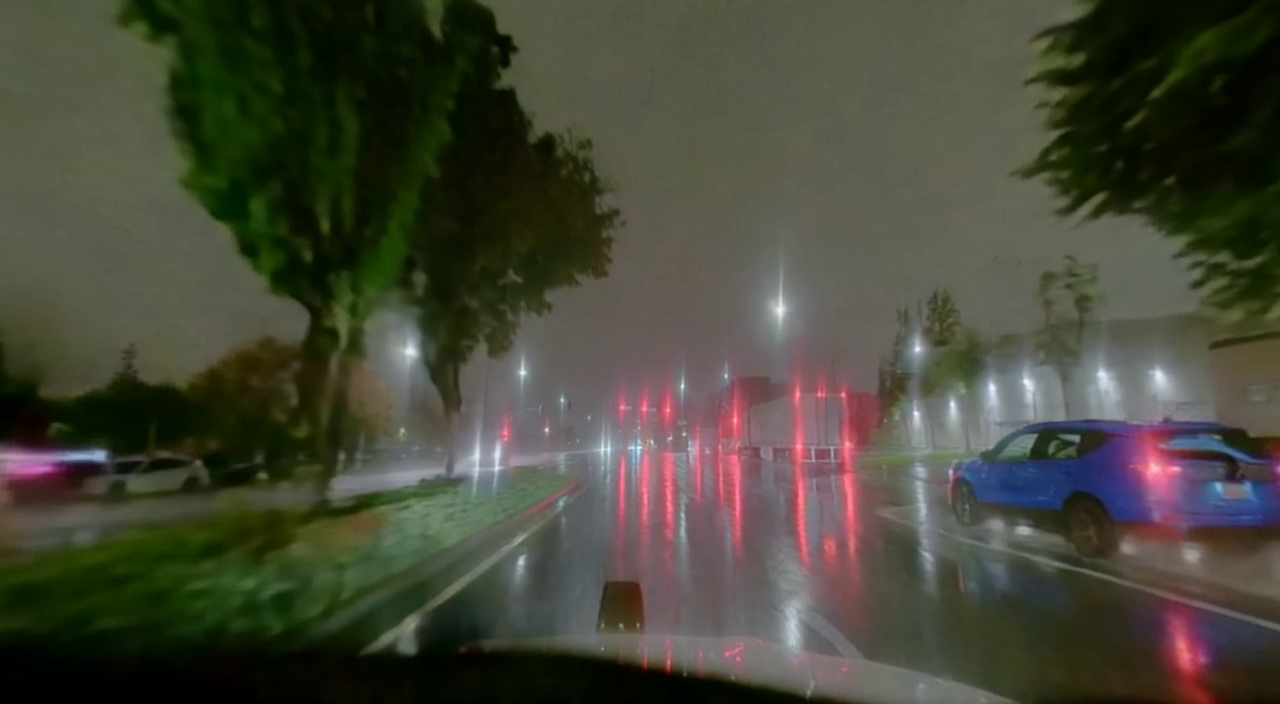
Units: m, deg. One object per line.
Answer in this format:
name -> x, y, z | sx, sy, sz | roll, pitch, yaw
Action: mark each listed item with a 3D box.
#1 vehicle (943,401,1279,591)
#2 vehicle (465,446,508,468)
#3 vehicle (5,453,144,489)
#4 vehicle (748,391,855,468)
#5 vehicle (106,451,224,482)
vehicle -> 6.167, 1.684, 8.285 | 2.012, 1.754, 4.635 | 0, -8, -1
vehicle -> -11.189, 7.648, 46.419 | 1.954, 1.496, 4.590 | -1, -8, 1
vehicle -> -24.957, 5.246, 27.973 | 4.461, 1.452, 1.855 | -1, -8, 3
vehicle -> 10.282, 5.454, 43.047 | 2.975, 4.201, 17.050 | 0, -8, 0
vehicle -> -24.749, 5.969, 33.032 | 4.499, 1.507, 1.978 | 0, -8, 0
